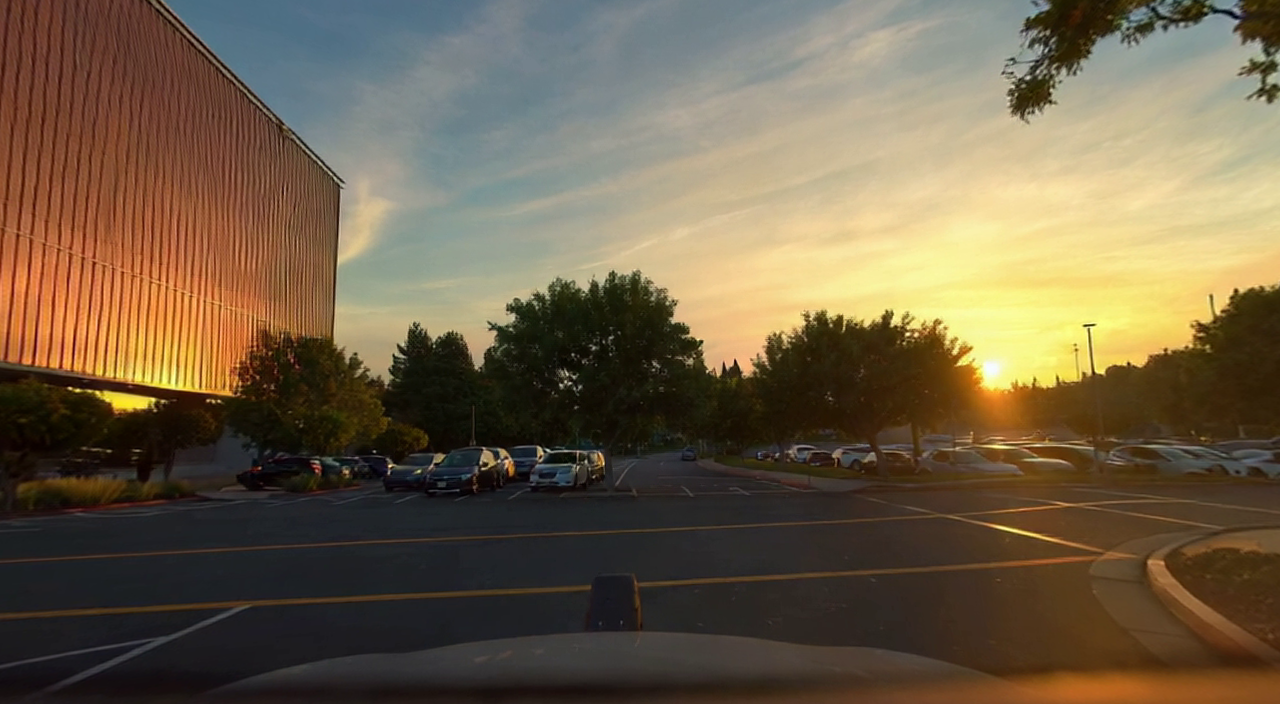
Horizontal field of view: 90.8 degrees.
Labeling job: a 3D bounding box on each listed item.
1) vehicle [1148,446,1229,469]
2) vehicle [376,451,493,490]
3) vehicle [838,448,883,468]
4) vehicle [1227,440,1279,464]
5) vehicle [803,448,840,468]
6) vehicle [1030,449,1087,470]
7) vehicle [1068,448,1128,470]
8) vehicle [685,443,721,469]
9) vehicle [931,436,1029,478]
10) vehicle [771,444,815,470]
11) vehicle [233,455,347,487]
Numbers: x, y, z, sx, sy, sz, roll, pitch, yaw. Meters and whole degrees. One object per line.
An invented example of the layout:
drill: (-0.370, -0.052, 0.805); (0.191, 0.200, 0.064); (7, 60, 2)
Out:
vehicle: (37.013, 7.119, 42.784); (1.678, 1.423, 4.191); (0, -8, -1)
vehicle: (-8.712, 4.976, 26.904); (4.442, 1.504, 1.809); (5, -10, -28)
vehicle: (17.051, 8.223, 49.087); (1.971, 1.478, 4.477); (0, -8, 1)
vehicle: (43.059, 6.810, 43.077); (1.758, 1.572, 4.421); (0, -8, 1)
vehicle: (14.203, 8.300, 49.642); (1.935, 1.477, 3.719); (0, -8, 3)
vehicle: (28.330, 7.290, 42.883); (1.495, 1.371, 3.336); (-1, -9, -2)
vehicle: (31.289, 7.309, 43.251); (1.519, 1.371, 3.278); (0, -8, -1)
vehicle: (4.617, 7.752, 47.298); (2.262, 1.794, 5.331); (0, -8, 1)
vehicle: (16.476, 5.099, 30.975); (2.048, 1.852, 4.998); (0, -9, 1)
vehicle: (10.522, 7.207, 43.720); (1.936, 1.673, 4.305); (0, -8, 0)
vehicle: (-16.748, 5.687, 30.366); (4.331, 1.437, 1.876); (0, -8, 2)
